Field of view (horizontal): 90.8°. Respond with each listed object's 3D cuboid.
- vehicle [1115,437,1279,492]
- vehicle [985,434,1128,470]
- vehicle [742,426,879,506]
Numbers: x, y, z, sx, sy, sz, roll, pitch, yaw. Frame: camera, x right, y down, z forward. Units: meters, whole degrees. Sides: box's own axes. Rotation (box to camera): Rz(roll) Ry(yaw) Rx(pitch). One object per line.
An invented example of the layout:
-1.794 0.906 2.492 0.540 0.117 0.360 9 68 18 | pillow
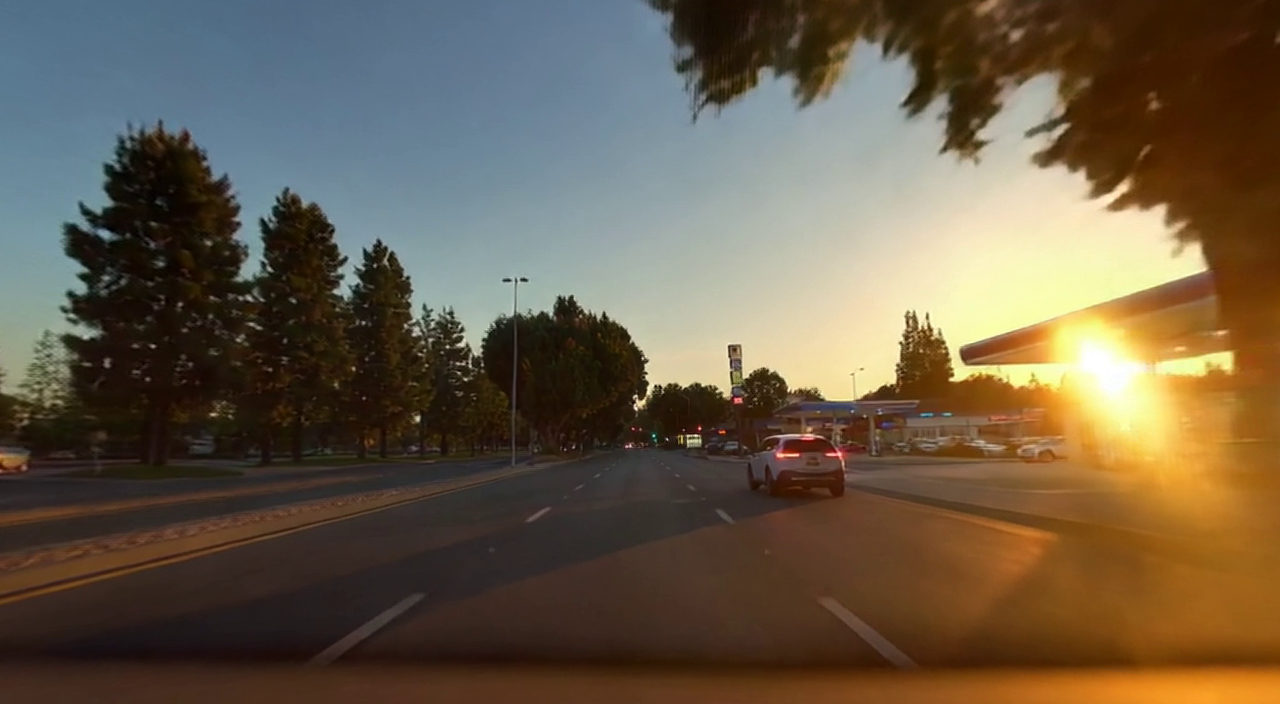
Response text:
15.871 3.155 17.896 3.383 1.393 1.730 1 -8 3 | vehicle
23.287 5.610 35.551 6.404 1.894 2.275 0 -8 0 | vehicle
4.449 3.079 17.530 2.245 1.864 5.076 0 -9 -2 | vehicle
